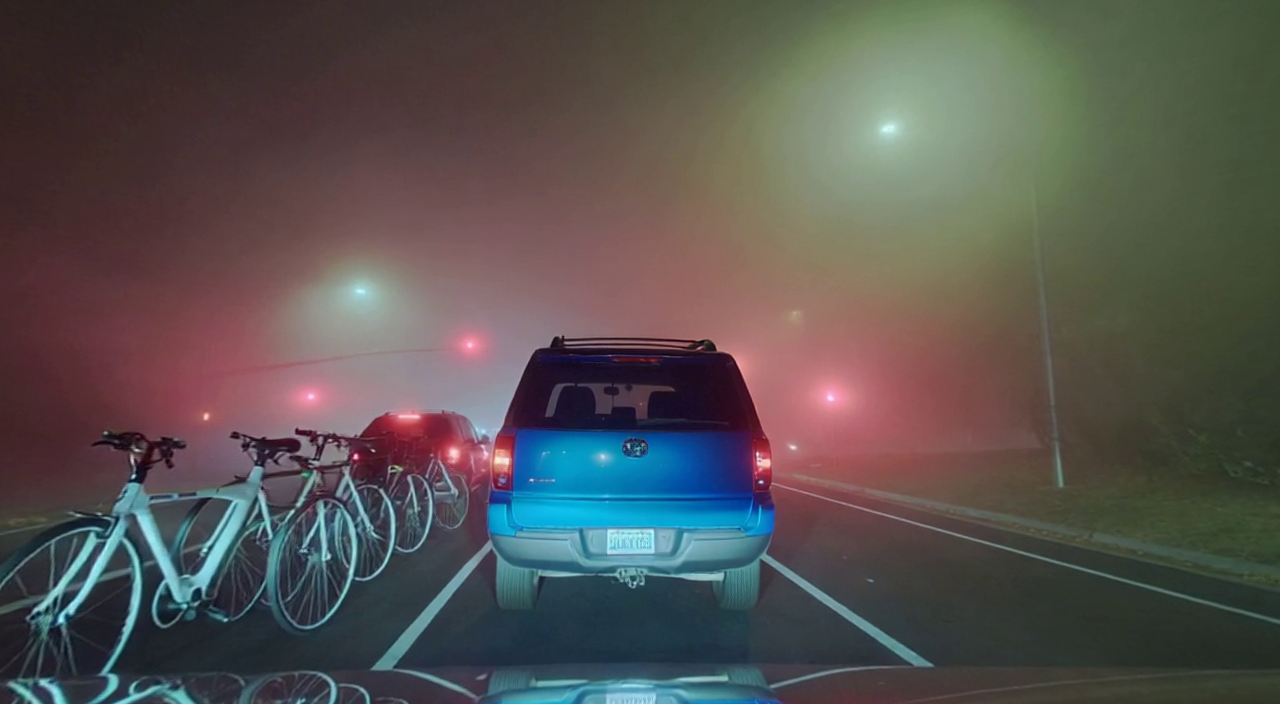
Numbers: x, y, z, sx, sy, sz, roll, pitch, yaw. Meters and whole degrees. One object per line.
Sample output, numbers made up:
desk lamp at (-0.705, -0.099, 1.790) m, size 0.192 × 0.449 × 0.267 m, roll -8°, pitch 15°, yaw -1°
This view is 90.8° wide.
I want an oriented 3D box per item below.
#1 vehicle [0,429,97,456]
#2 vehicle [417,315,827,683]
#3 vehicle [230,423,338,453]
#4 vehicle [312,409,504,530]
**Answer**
vehicle at (-35.665, 5.448, 38.098) m, size 3.926 × 1.536 × 1.731 m, roll 0°, pitch -7°, yaw -9°
vehicle at (-0.243, 1.156, 6.005) m, size 2.333 × 2.087 × 4.586 m, roll 1°, pitch -8°, yaw -4°
vehicle at (-26.961, 6.560, 48.058) m, size 6.559 × 2.240 × 2.442 m, roll 1°, pitch -9°, yaw -9°
vehicle at (-4.198, 2.226, 12.623) m, size 2.337 × 1.858 × 5.409 m, roll 1°, pitch -9°, yaw -7°
